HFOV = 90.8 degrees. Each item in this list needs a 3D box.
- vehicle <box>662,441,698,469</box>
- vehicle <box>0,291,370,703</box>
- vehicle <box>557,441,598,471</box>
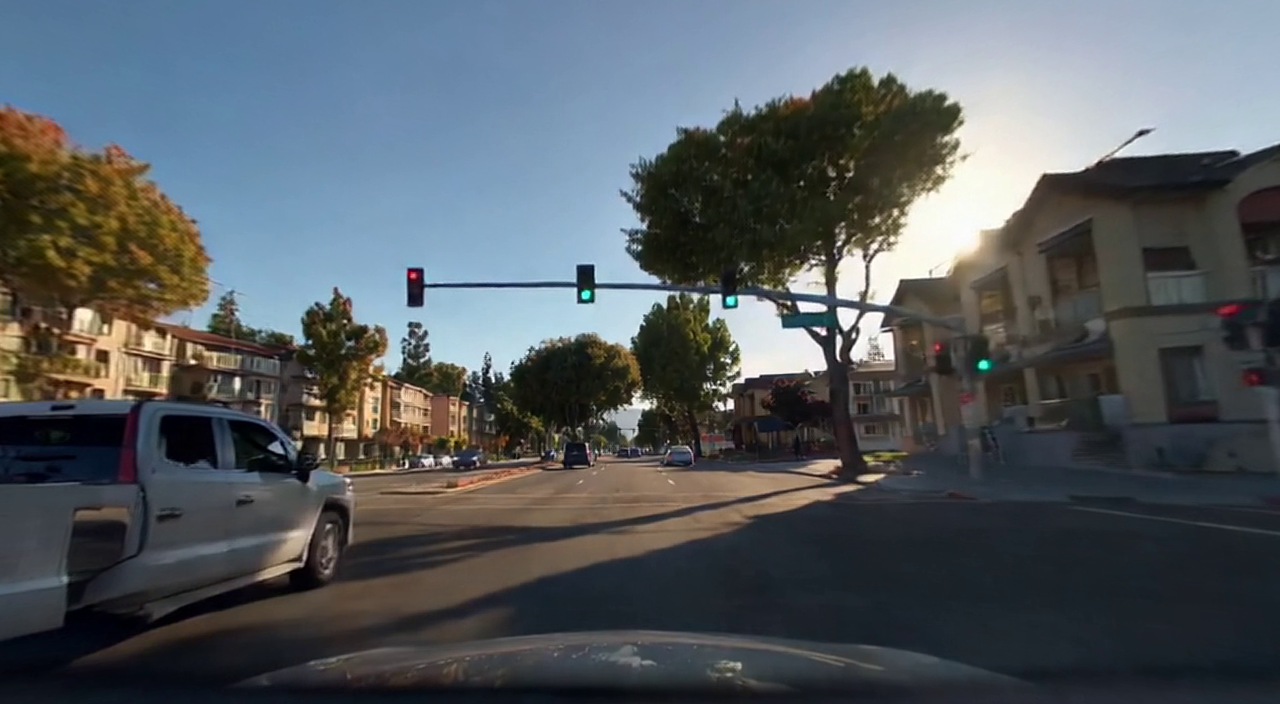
[{"bbox_3d":[2.572,6.766,41.768,2.018,1.719,4.369,0,-9,-1],"label":"vehicle"},{"bbox_3d":[-3.778,0.878,3.492,2.225,1.984,5.168,0,-9,1],"label":"vehicle"},{"bbox_3d":[-3.782,6.398,39.006,2.083,1.685,4.069,0,-9,1],"label":"vehicle"}]
